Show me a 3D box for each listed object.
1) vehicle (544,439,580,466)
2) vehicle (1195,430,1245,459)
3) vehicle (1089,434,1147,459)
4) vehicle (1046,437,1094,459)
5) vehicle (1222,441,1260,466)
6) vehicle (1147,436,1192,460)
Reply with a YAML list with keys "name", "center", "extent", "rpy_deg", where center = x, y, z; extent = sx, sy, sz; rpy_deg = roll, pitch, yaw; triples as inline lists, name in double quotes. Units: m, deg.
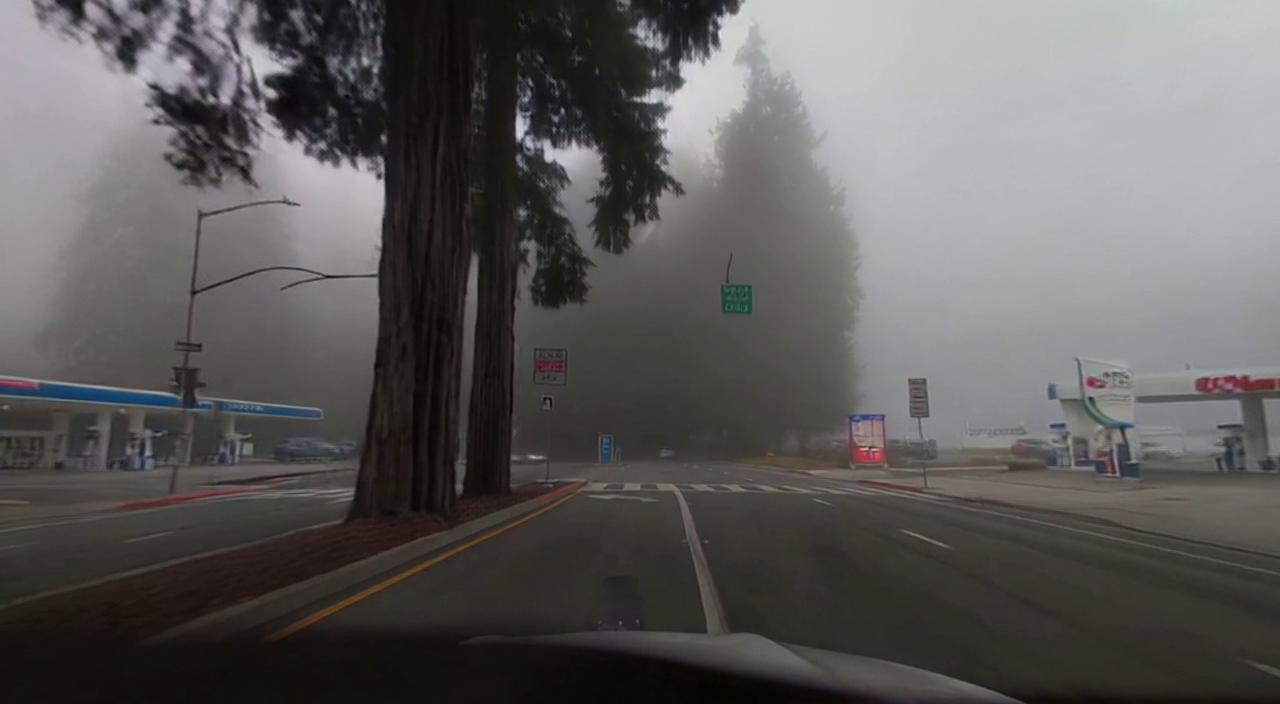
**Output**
- name: "vehicle"
  center: [-5.404, 7.048, 44.363]
  extent: [1.987, 1.747, 4.545]
  rpy_deg: [0, -9, 0]
- name: "vehicle"
  center: [36.161, 5.787, 39.346]
  extent: [3.928, 1.684, 1.912]
  rpy_deg: [8, -12, -44]
- name: "vehicle"
  center: [32.237, 6.380, 42.564]
  extent: [4.355, 1.561, 2.103]
  rpy_deg: [7, -11, -40]
- name: "vehicle"
  center: [30.427, 6.796, 44.663]
  extent: [4.406, 1.480, 1.815]
  rpy_deg: [8, -12, -44]
- name: "vehicle"
  center: [45.950, 7.744, 48.363]
  extent: [1.794, 1.560, 4.452]
  rpy_deg: [-3, -6, 40]
- name: "vehicle"
  center: [34.050, 6.172, 40.572]
  extent: [1.771, 1.422, 3.931]
  rpy_deg: [-9, -12, 44]
